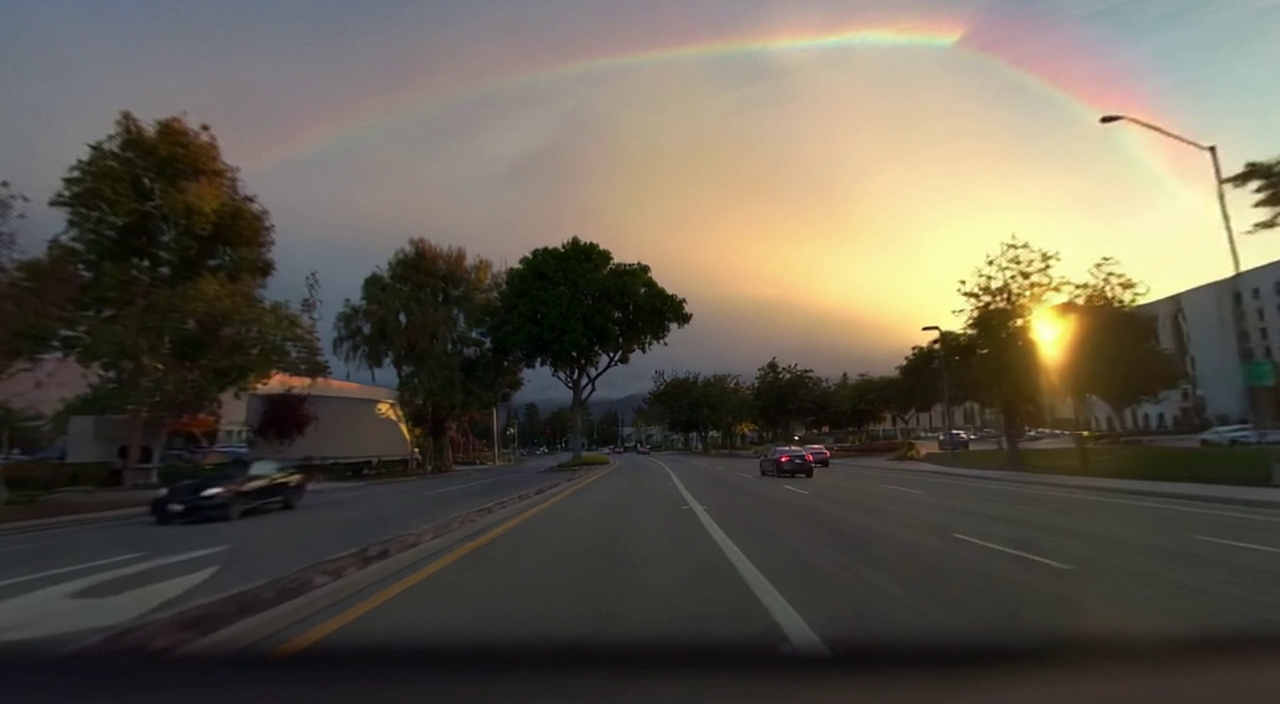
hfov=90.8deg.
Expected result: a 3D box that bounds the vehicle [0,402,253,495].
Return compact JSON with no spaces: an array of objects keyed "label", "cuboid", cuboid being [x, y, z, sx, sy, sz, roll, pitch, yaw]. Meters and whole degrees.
[{"label":"vehicle","cuboid":[-21.300,3.989,26.320,8.324,3.550,2.670,0,-9,-2]}]

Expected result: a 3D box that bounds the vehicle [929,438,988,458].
[{"label":"vehicle","cuboid":[24.385,7.364,48.368,3.603,1.474,1.634,0,-9,-2]}]

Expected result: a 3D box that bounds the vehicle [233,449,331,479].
[{"label":"vehicle","cuboid":[-20.746,6.502,36.709,4.519,1.614,1.898,-1,-9,3]}]

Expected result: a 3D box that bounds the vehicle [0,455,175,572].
[{"label":"vehicle","cuboid":[-9.465,2.337,9.311,1.865,1.503,4.375,-2,-9,1]}]

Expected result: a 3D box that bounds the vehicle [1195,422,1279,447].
[{"label":"vehicle","cuboid":[38.479,5.236,39.759,1.814,1.469,4.858,6,-11,-35]}]

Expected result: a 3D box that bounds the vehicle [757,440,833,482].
[{"label":"vehicle","cuboid":[6.648,4.718,27.618,2.181,1.639,4.127,0,-9,-1]}]
